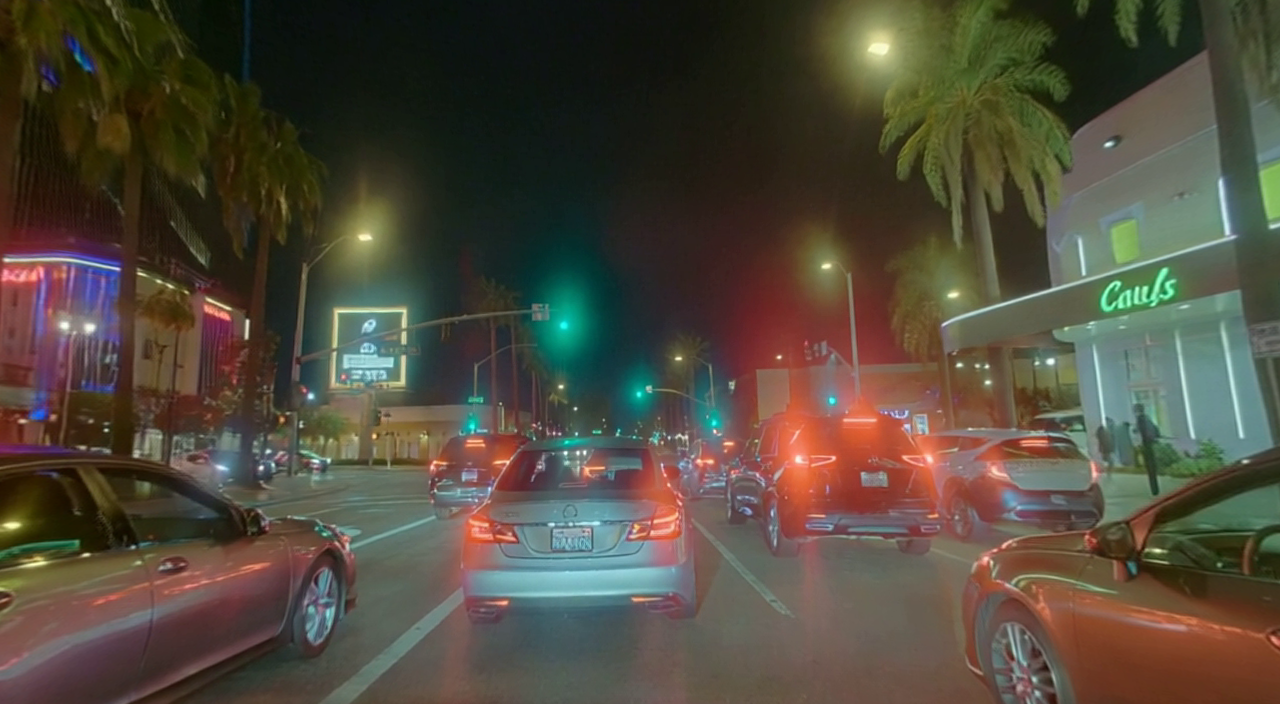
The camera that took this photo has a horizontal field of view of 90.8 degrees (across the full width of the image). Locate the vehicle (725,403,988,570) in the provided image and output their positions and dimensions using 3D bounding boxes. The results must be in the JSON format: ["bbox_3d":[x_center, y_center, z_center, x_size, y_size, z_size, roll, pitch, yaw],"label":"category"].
[{"bbox_3d":[2.637,1.779,9.088,2.096,1.775,4.440,0,-9,-1],"label":"vehicle"}]

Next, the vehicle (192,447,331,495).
[{"bbox_3d":[-12.865,4.025,21.898,1.856,1.455,4.700,0,-9,0],"label":"vehicle"}]

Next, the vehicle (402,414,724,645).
[{"bbox_3d":[-0.518,1.472,6.245,2.096,1.492,4.071,0,-9,-1],"label":"vehicle"}]

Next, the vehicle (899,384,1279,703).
[{"bbox_3d":[2.620,0.811,1.504,2.085,1.469,4.458,0,-9,0],"label":"vehicle"}]

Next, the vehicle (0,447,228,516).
[{"bbox_3d":[-12.861,3.141,15.943,1.870,1.475,4.531,0,-9,0],"label":"vehicle"}]
